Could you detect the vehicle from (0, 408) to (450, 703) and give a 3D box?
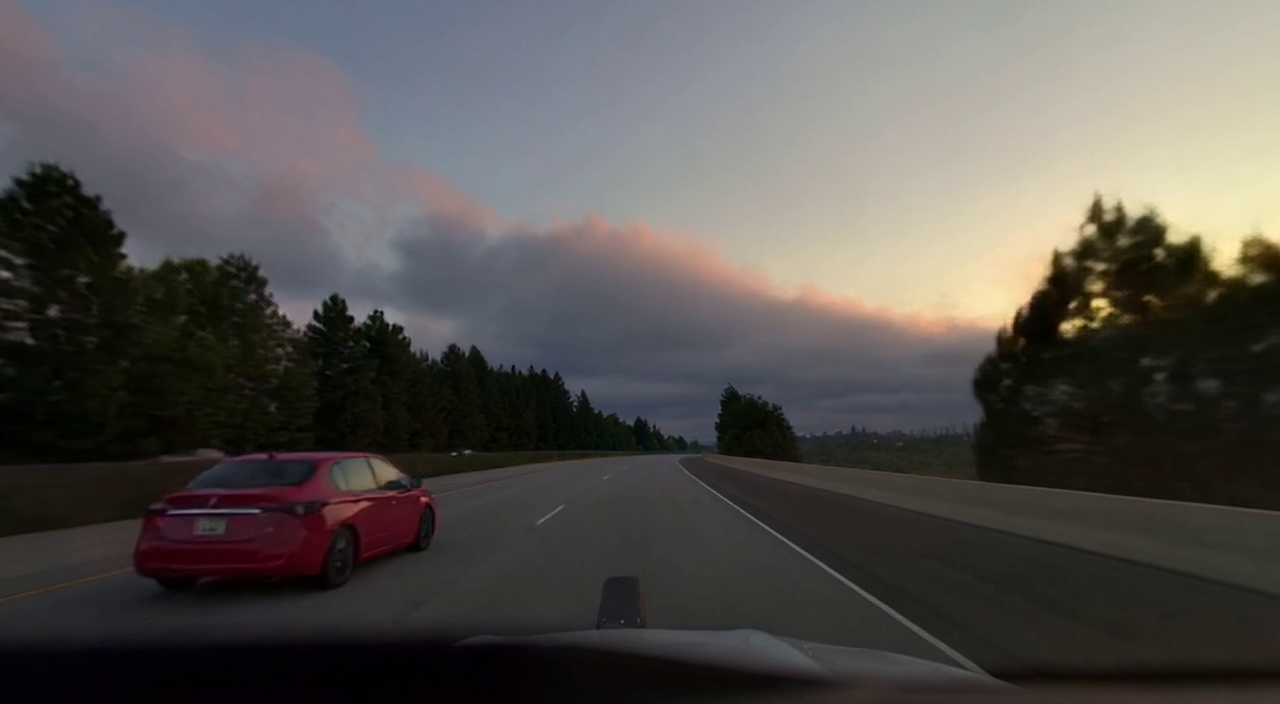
[{"bbox_3d":[-3.219,1.352,5.210,1.934,1.486,4.115,0,-9,1],"label":"vehicle"}]
